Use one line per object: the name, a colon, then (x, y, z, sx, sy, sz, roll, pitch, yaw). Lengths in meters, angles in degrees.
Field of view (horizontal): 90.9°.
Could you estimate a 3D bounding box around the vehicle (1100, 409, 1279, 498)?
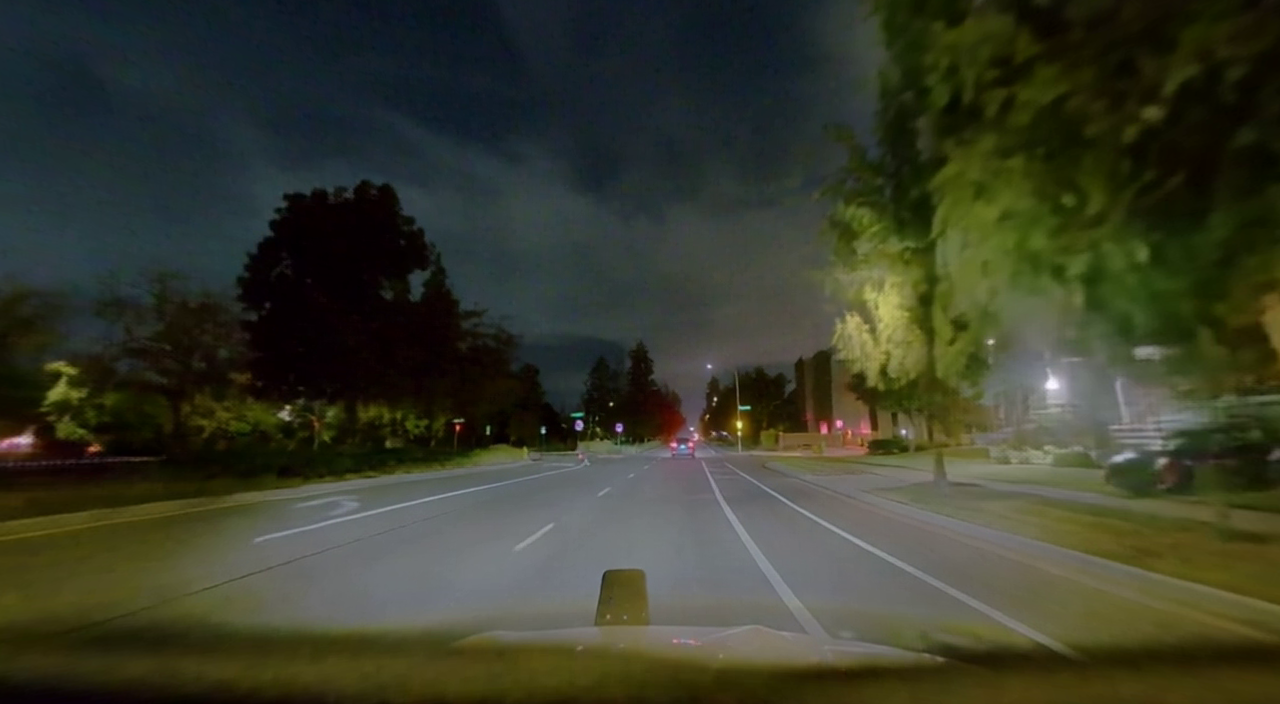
vehicle: (11.785, 1.899, 11.930, 4.544, 1.535, 1.921, -1, -8, 4)
